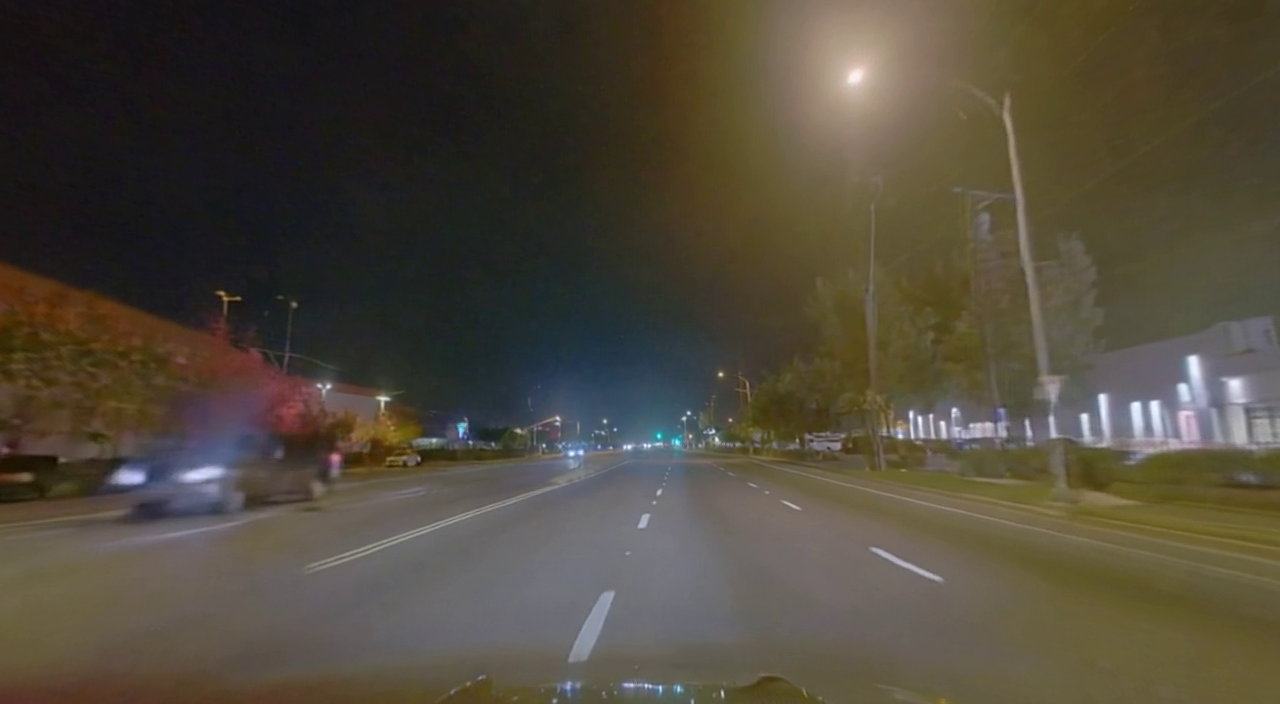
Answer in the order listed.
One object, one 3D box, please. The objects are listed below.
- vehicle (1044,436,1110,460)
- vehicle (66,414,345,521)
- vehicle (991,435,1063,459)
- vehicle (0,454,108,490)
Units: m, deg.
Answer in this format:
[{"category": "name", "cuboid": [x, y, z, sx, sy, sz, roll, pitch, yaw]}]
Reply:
[{"category": "vehicle", "cuboid": [31.180, 6.874, 45.231, 1.825, 1.572, 4.229, 0, -9, 3]}, {"category": "vehicle", "cuboid": [-9.008, 2.471, 13.948, 2.157, 1.883, 5.286, -1, -9, 3]}, {"category": "vehicle", "cuboid": [28.045, 6.954, 46.019, 2.129, 1.652, 5.150, 0, -9, 2]}, {"category": "vehicle", "cuboid": [-26.451, 5.214, 27.625, 4.553, 1.445, 1.942, 0, -9, 1]}]
